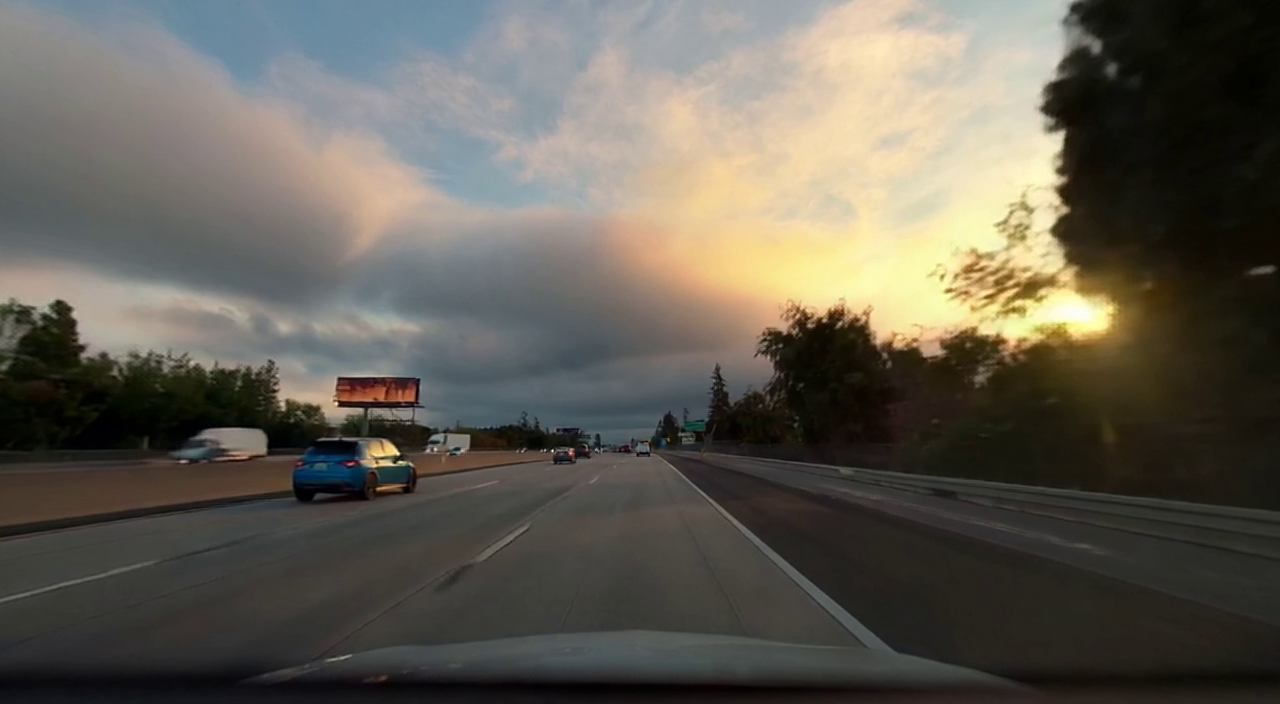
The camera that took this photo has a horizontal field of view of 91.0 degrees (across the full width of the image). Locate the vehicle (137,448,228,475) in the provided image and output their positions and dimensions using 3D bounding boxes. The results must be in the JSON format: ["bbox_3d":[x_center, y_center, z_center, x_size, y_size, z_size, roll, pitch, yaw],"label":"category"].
[{"bbox_3d":[-28.942,6.898,40.037,1.917,1.559,4.984,0,-9,2],"label":"vehicle"}]

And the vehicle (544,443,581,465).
[{"bbox_3d":[-5.880,7.776,48.120,2.008,1.520,4.731,0,-9,3],"label":"vehicle"}]

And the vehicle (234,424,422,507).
[{"bbox_3d":[-7.261,2.709,15.416,2.055,1.683,4.804,0,-9,1],"label":"vehicle"}]
